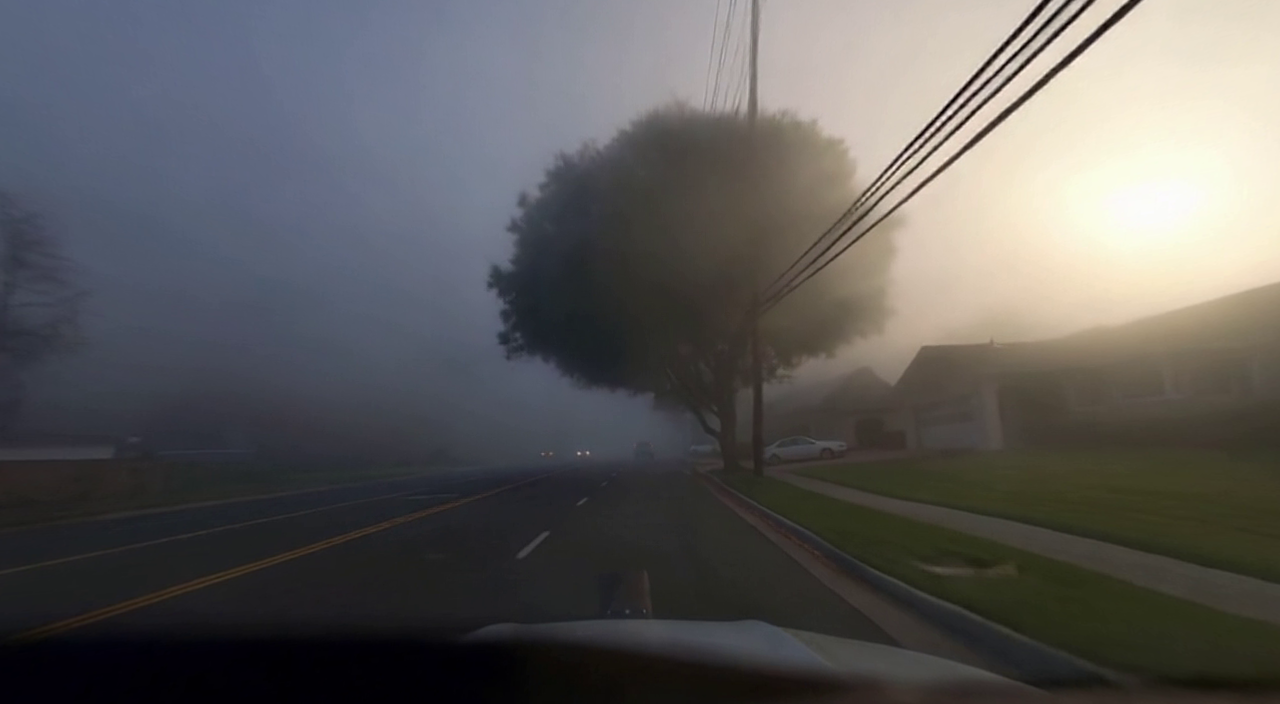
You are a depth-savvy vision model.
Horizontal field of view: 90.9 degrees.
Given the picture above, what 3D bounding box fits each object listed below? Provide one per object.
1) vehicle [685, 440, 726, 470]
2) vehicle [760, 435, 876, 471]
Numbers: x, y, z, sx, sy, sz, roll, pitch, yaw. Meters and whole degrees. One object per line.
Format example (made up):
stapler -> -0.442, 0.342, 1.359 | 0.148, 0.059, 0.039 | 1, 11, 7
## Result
vehicle -> 4.397, 7.004, 43.008 | 2.228, 1.885, 4.854 | 0, -8, 0
vehicle -> 8.040, 4.586, 28.793 | 4.719, 1.556, 1.869 | 0, -9, 0
